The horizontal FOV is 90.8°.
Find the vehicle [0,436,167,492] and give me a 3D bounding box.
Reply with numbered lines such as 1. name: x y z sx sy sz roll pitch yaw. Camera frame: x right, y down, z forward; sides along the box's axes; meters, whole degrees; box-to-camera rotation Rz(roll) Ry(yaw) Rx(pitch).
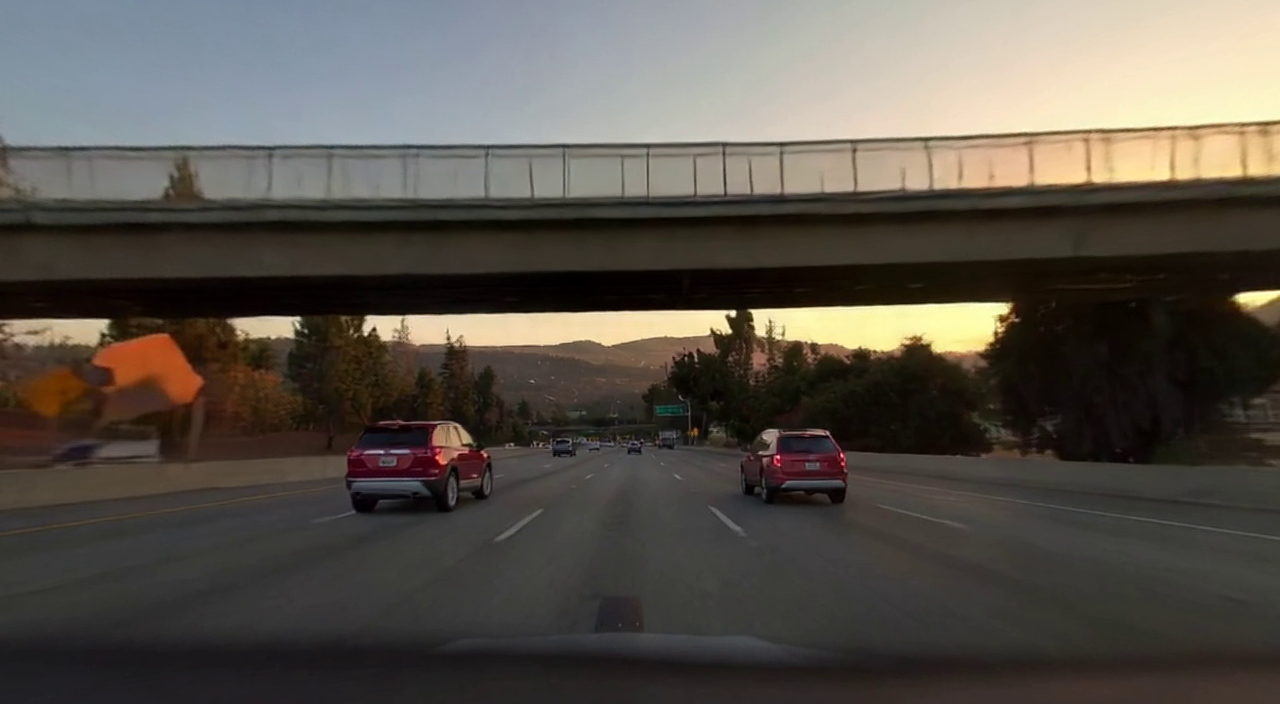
1. vehicle: -18.722 3.695 21.253 1.994 1.631 4.711 0 -8 -1

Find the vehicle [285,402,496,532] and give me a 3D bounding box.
1. vehicle: -4.197 2.037 11.677 2.018 1.872 4.728 0 -8 -1

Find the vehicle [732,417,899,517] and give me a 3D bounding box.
1. vehicle: 3.462 2.390 13.546 2.185 1.749 4.477 0 -8 -1
